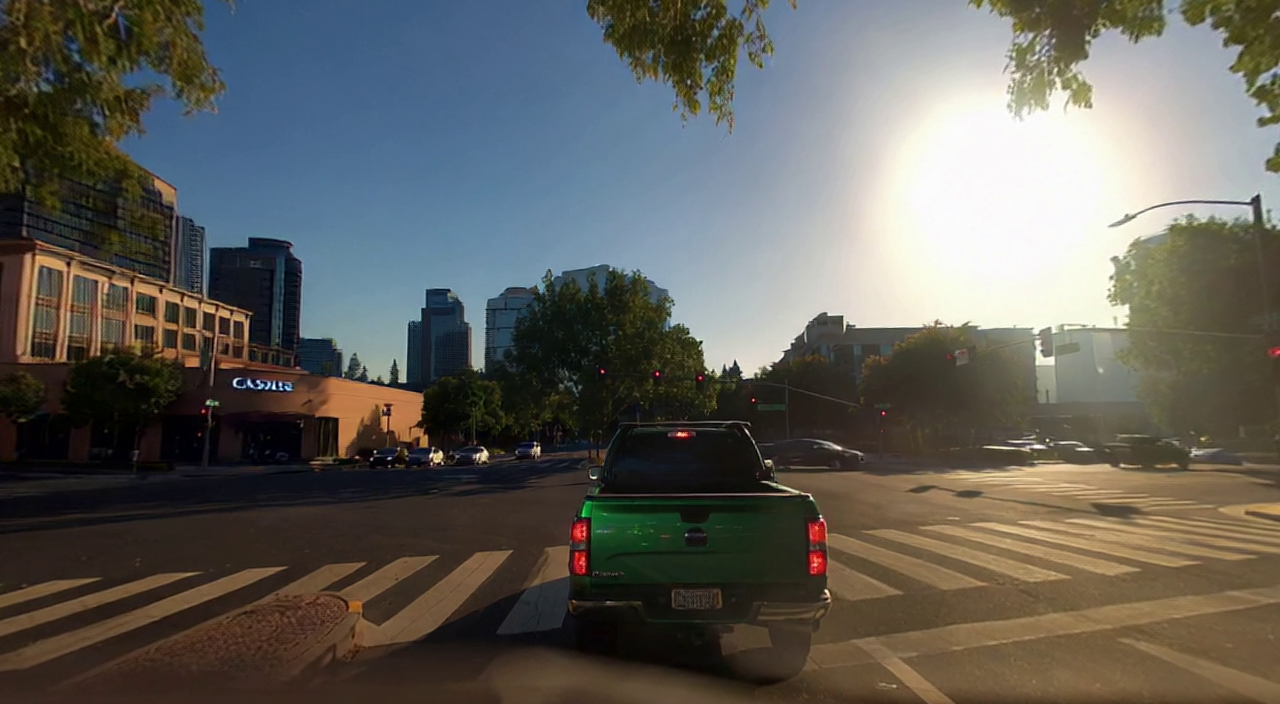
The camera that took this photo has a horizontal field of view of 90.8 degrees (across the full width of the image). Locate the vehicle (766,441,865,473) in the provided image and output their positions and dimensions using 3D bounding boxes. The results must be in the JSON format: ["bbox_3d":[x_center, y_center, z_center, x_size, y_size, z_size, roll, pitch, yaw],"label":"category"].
[{"bbox_3d":[8.531,5.119,30.874,4.457,1.464,1.879,-2,-9,16],"label":"vehicle"}]

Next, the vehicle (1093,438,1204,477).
[{"bbox_3d":[27.307,5.604,33.893,5.667,1.927,2.289,4,-10,-26],"label":"vehicle"}]

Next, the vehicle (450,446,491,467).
[{"bbox_3d":[-12.606,7.764,47.094,1.946,1.474,4.008,0,-9,0],"label":"vehicle"}]

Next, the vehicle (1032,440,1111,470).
[{"bbox_3d":[26.363,6.268,38.570,4.541,1.731,2.007,5,-10,-28],"label":"vehicle"}]

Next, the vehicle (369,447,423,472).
[{"bbox_3d":[-16.237,7.138,42.248,1.883,1.586,4.297,0,-9,0],"label":"vehicle"}]
